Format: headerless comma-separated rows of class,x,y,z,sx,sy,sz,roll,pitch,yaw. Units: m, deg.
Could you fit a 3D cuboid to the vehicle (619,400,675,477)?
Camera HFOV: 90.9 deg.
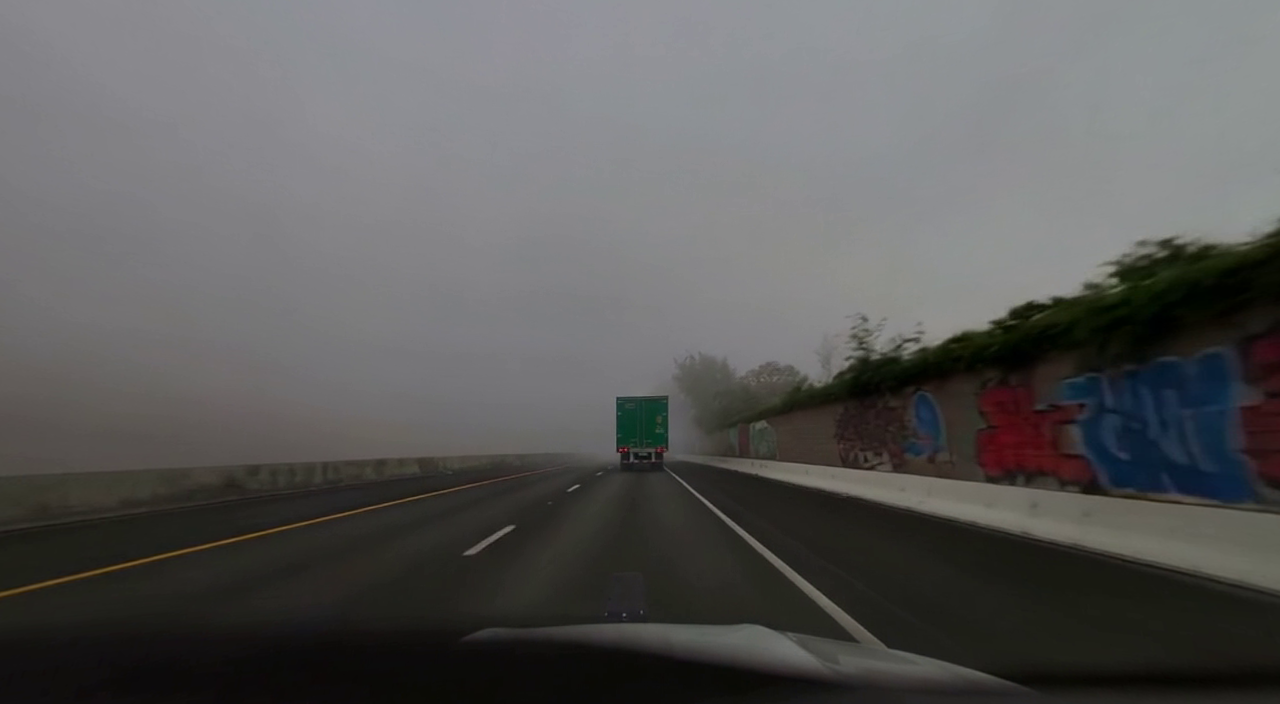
vehicle,0.273,5.250,37.701,2.900,3.955,10.151,0,-9,-1
